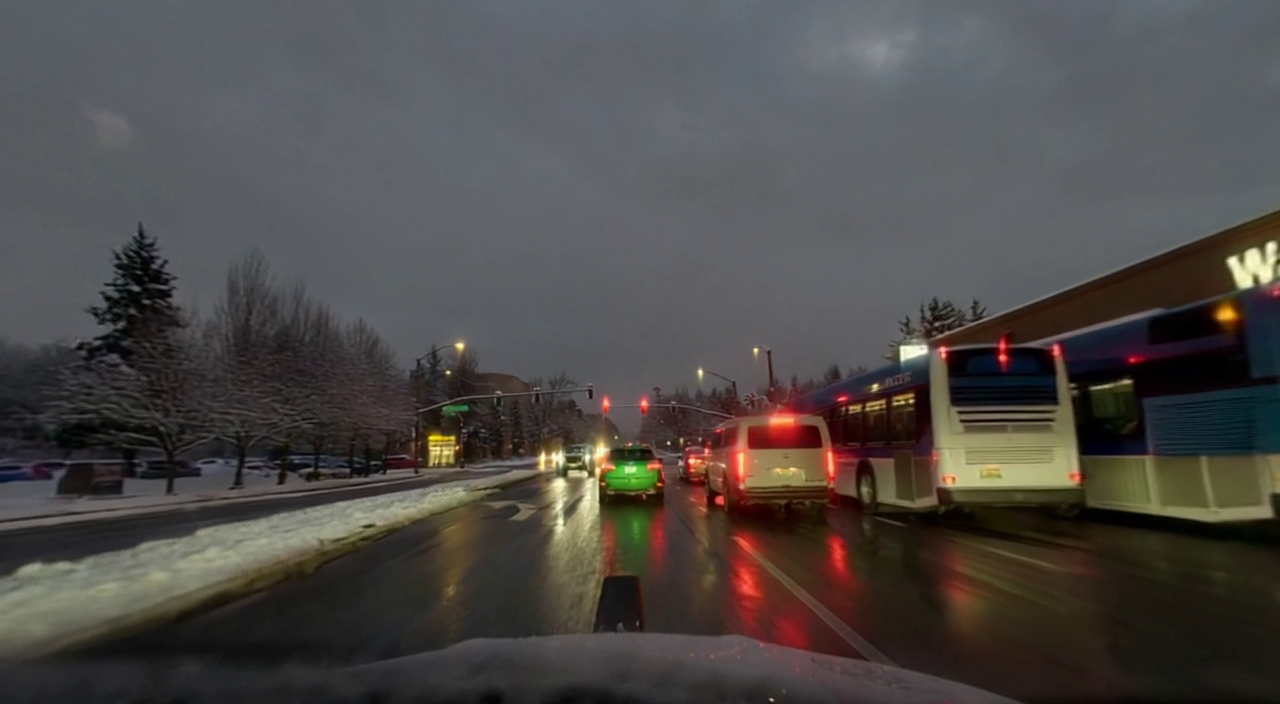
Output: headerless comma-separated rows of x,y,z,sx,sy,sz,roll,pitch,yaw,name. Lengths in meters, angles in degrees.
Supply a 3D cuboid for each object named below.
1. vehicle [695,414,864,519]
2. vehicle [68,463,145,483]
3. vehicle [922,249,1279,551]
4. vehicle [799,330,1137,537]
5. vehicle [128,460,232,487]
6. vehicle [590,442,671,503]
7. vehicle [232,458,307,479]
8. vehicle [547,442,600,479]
2.891,2.623,14.910,2.490,1.951,5.931,0,-9,-1,vehicle
-41.307,9.383,48.948,4.357,1.470,1.808,-1,-9,4,vehicle
10.190,1.403,13.649,3.181,4.110,10.468,0,-9,-1,vehicle
6.347,1.944,14.611,2.879,3.318,8.881,0,-9,-1,vehicle
-28.445,7.517,39.276,4.881,1.458,1.914,4,-10,-27,vehicle
-0.291,3.376,18.090,2.071,1.525,3.723,0,-9,-1,vehicle
-28.083,8.788,47.945,4.800,1.461,1.831,5,-10,-32,vehicle
-3.253,5.410,31.684,2.180,1.708,4.397,0,-9,0,vehicle
